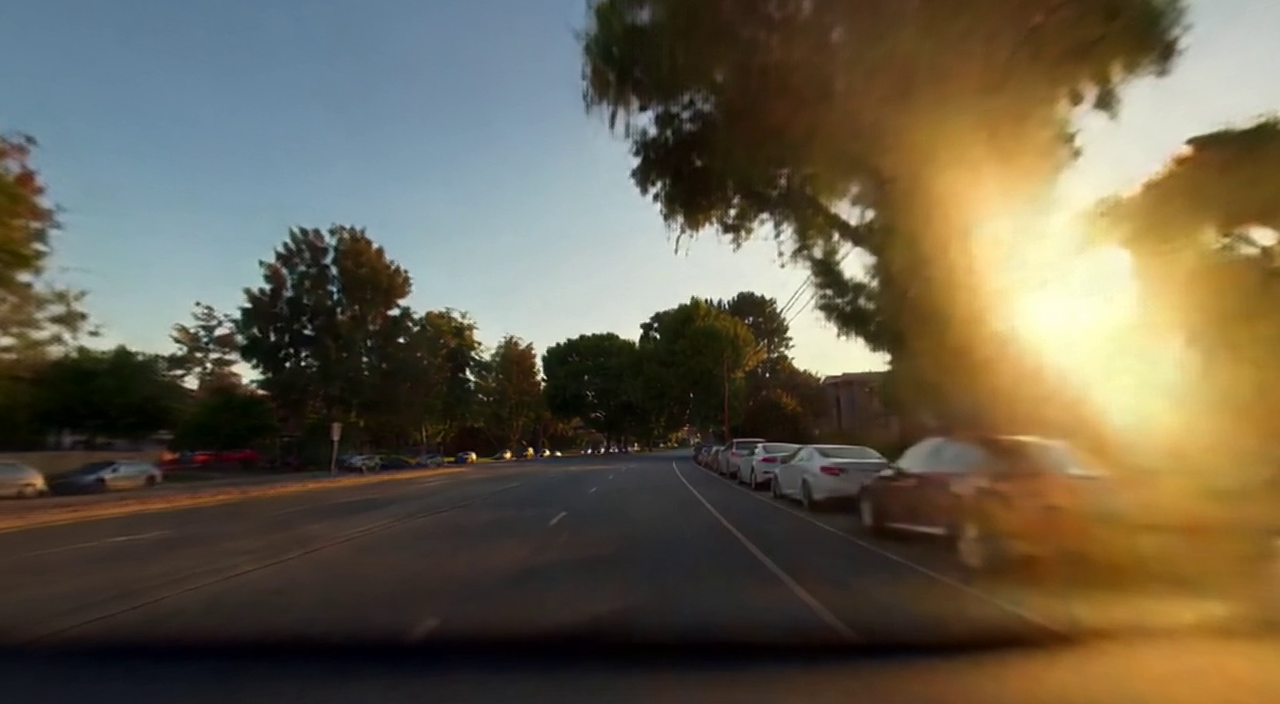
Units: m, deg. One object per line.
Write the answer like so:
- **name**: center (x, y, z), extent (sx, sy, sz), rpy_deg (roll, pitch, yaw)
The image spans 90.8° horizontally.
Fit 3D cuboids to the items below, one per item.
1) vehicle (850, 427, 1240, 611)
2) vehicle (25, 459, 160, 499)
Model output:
- **vehicle**: center (4.302, 1.746, 7.780), extent (1.869, 1.523, 4.306), rpy_deg (-2, -7, -1)
- **vehicle**: center (-23.558, 5.449, 27.464), extent (1.805, 1.446, 4.556), rpy_deg (0, -9, -1)
